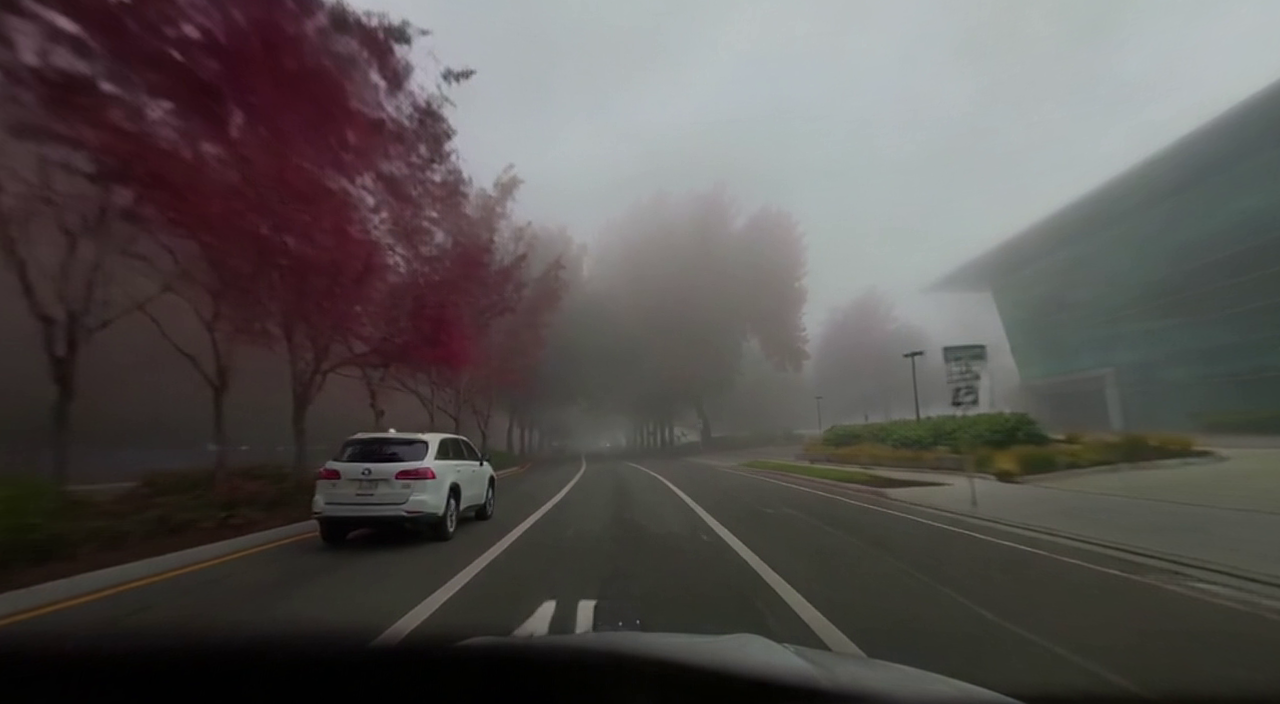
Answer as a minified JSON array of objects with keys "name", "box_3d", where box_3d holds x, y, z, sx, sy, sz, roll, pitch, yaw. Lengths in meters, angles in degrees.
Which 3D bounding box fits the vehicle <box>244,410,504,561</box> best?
[{"name":"vehicle","box_3d":[-3.534,1.850,9.566,2.067,1.700,4.561,0,-8,-2]}]
